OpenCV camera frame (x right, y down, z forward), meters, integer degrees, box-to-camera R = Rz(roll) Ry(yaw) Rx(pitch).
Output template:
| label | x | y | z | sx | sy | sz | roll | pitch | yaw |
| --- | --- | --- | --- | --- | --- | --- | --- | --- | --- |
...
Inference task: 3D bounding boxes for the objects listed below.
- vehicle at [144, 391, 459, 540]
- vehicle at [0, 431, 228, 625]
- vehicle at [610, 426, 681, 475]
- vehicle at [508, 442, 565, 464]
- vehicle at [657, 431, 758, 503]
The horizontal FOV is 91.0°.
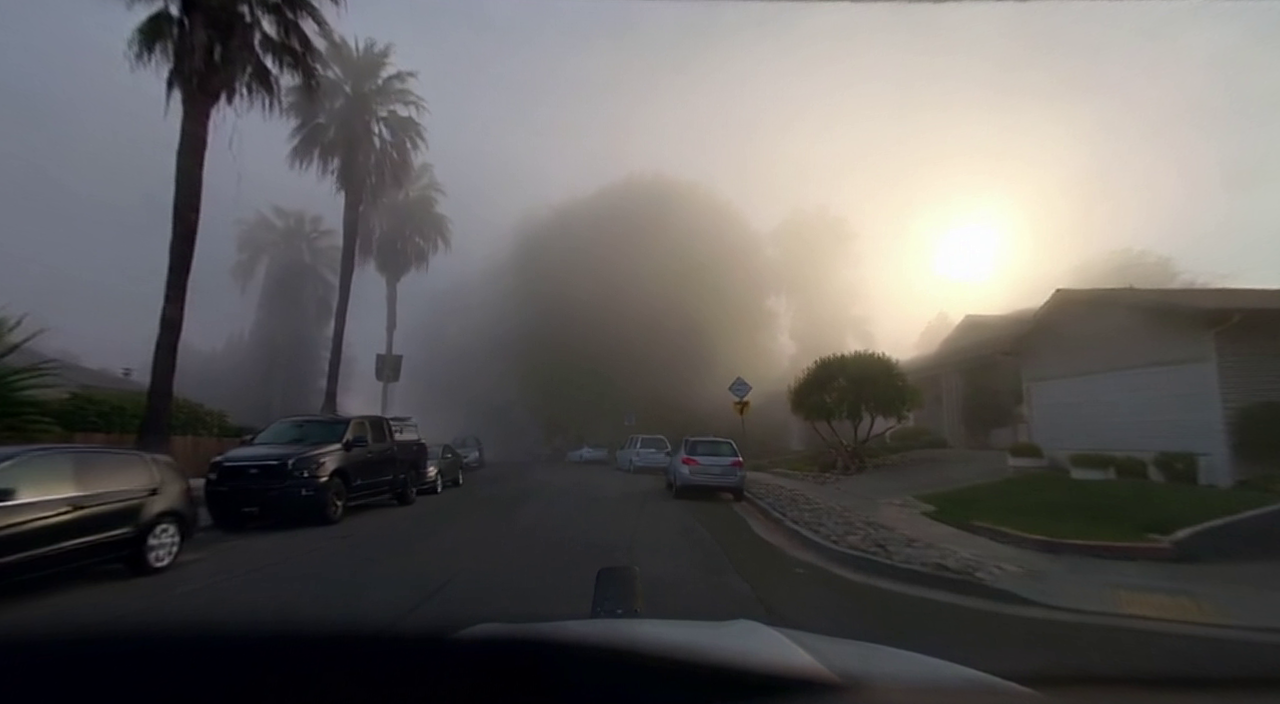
| label | x | y | z | sx | sy | sz | roll | pitch | yaw |
| --- | --- | --- | --- | --- | --- | --- | --- | --- | --- |
| vehicle | -5.918 | 2.136 | 12.579 | 2.624 | 2.178 | 6.522 | 0 | -8 | 0 |
| vehicle | -6.219 | 1.545 | 5.840 | 1.875 | 1.585 | 4.184 | 0 | -8 | 1 |
| vehicle | 0.136 | 4.420 | 28.403 | 2.139 | 1.997 | 4.864 | 2 | -8 | -13 |
| vehicle | -7.928 | 7.643 | 47.852 | 2.108 | 1.503 | 4.977 | 6 | -10 | -37 |
| vehicle | 1.649 | 3.022 | 17.062 | 2.076 | 1.658 | 4.604 | 0 | -8 | -2 |
